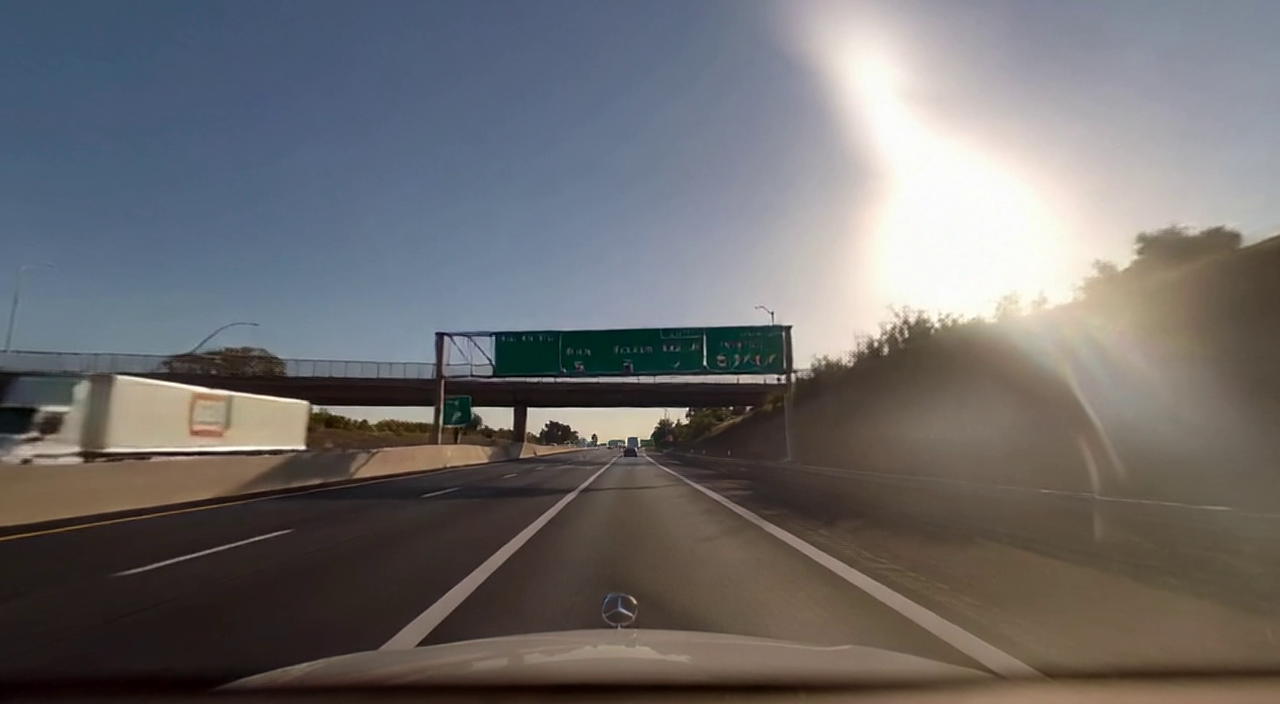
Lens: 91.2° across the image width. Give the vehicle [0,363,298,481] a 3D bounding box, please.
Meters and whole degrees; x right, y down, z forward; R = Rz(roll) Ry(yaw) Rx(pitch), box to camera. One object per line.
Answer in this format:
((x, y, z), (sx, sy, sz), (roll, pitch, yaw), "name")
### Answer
((-24.379, 3.976, 32.607), (3.650, 4.465, 17.511), (0, -9, -1), "vehicle")
